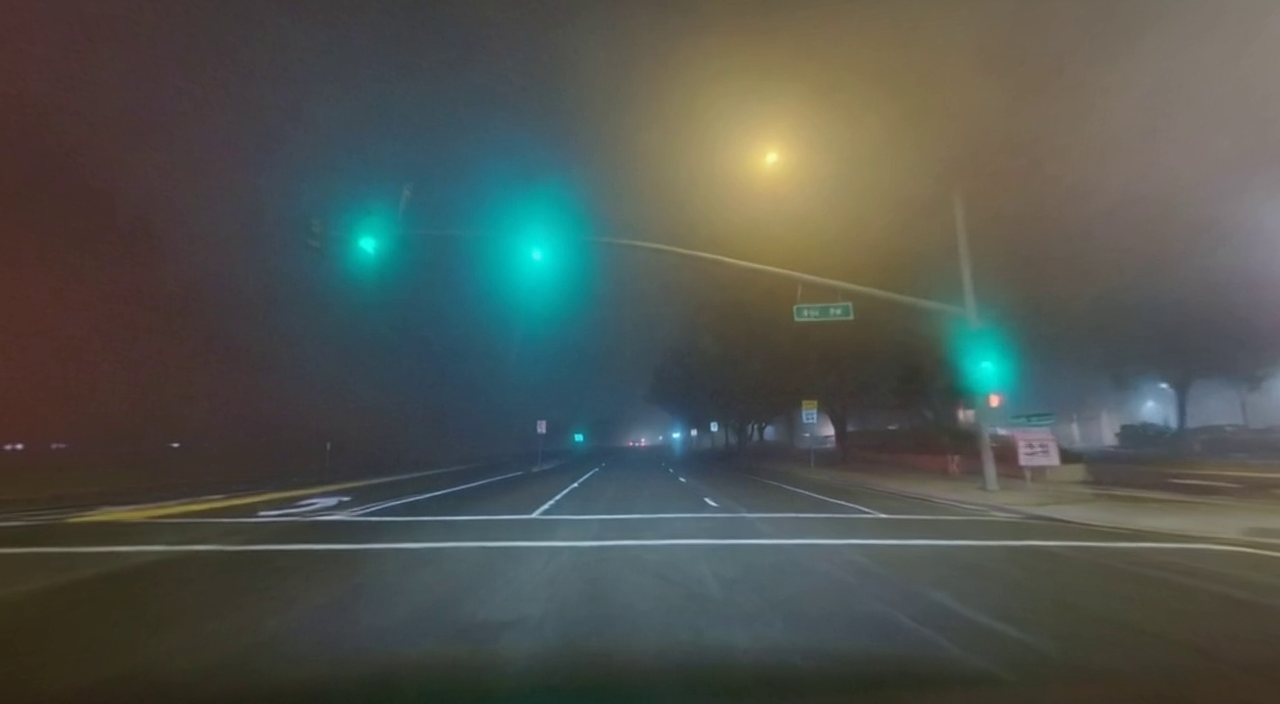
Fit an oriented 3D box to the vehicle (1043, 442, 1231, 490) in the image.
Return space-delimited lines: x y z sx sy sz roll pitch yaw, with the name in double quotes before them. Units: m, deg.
"vehicle" 16.067 3.692 20.612 4.483 1.452 1.924 0 -8 0
